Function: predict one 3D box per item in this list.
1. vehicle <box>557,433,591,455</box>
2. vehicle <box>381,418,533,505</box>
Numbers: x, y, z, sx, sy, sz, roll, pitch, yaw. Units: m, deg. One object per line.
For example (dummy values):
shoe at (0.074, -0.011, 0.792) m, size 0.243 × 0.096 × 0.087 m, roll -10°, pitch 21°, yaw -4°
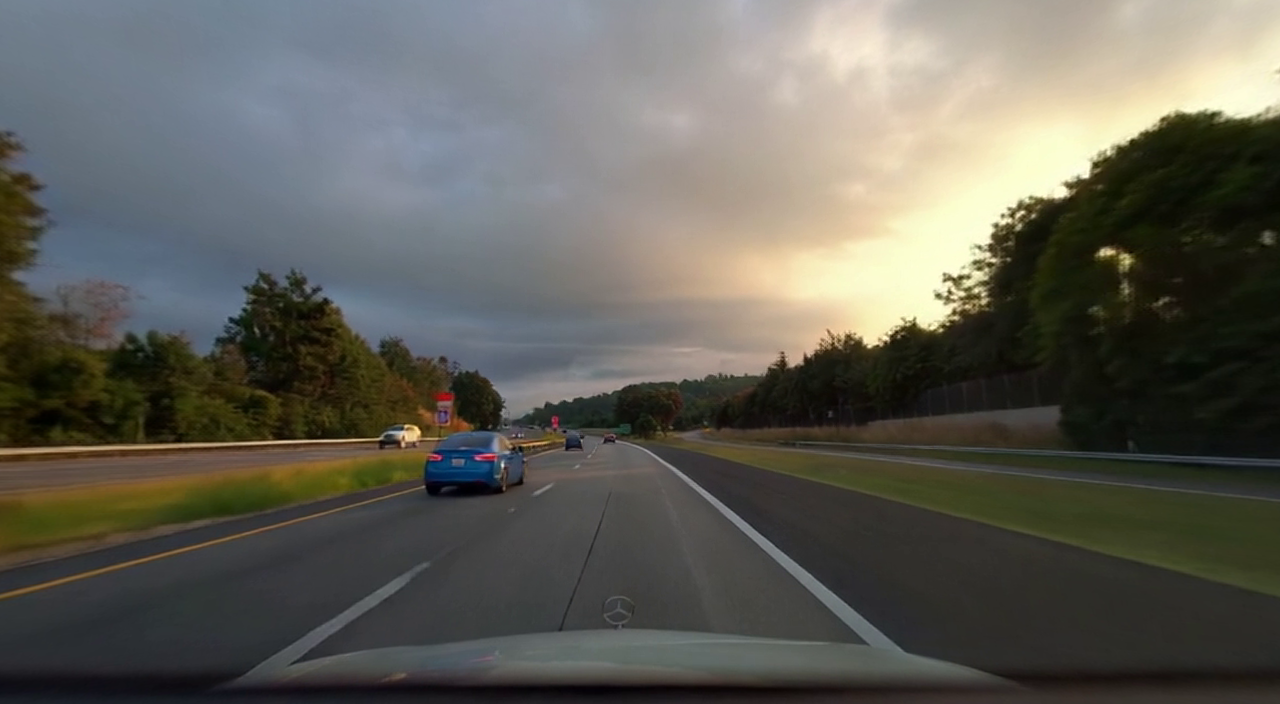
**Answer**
vehicle at (-4.289, 6.011, 41.338) m, size 1.874 × 1.369 × 3.875 m, roll 0°, pitch -8°, yaw -1°
vehicle at (-3.823, 2.372, 14.161) m, size 2.047 × 1.612 × 4.631 m, roll 0°, pitch -8°, yaw 0°
